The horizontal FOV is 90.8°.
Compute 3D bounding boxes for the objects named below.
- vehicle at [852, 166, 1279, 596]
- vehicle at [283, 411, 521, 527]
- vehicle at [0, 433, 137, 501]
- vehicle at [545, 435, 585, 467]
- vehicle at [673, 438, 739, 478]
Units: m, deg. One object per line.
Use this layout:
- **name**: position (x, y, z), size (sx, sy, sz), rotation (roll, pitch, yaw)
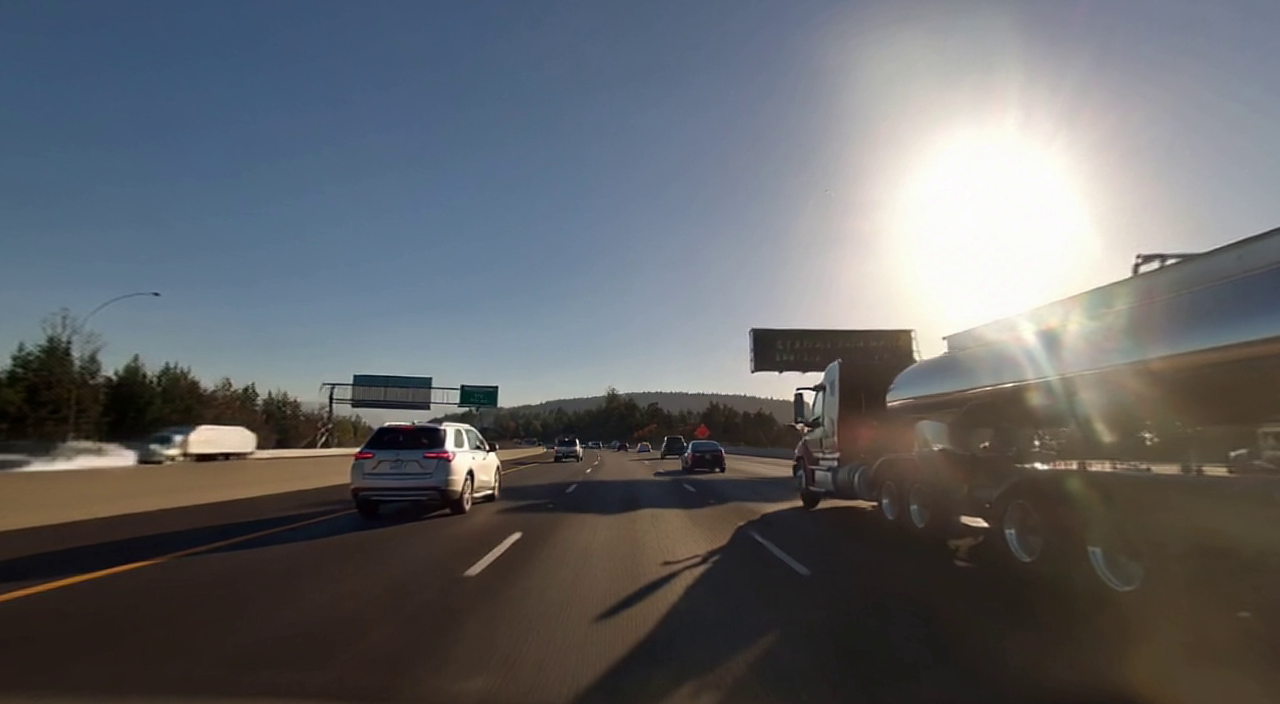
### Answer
- **vehicle**: position (7.380, 0.887, 9.993), size (3.548, 3.827, 11.870), rotation (0, -8, -2)
- **vehicle**: position (-4.343, 2.287, 13.011), size (2.684, 1.839, 5.803), rotation (0, -8, 0)
- **vehicle**: position (-14.987, 2.712, 15.145), size (1.890, 1.483, 4.883), rotation (0, -8, -1)
- **vehicle**: position (-4.596, 6.156, 39.316), size (2.149, 1.843, 4.348), rotation (0, -8, -3)
- **vehicle**: position (2.694, 4.444, 26.760), size (2.053, 1.510, 4.400), rotation (0, -8, -3)
